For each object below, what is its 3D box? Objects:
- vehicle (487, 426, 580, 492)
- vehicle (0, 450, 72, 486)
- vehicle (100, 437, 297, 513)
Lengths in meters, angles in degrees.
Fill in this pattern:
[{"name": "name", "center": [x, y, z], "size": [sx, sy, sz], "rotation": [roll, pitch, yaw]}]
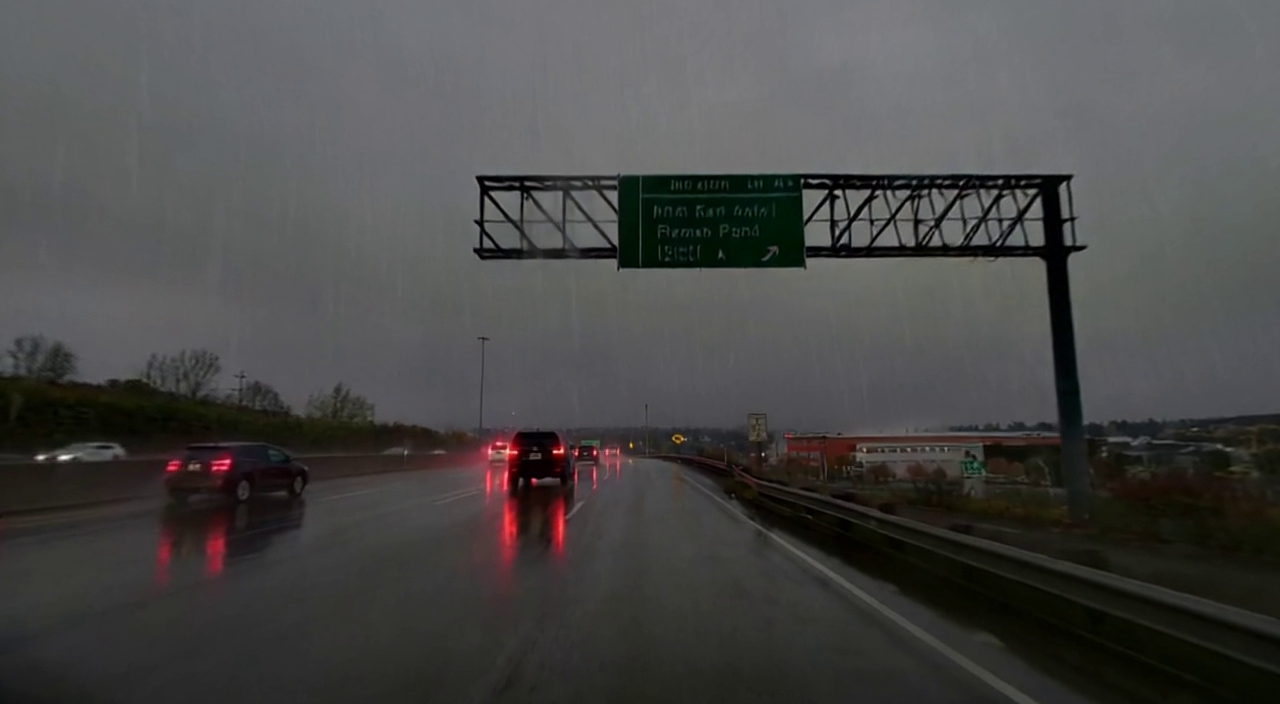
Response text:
[{"name": "vehicle", "center": [-3.500, 3.660, 21.923], "size": [2.301, 1.985, 5.247], "rotation": [0, -8, 0]}, {"name": "vehicle", "center": [-30.784, 5.645, 30.897], "size": [1.826, 1.651, 4.480], "rotation": [0, -8, -2]}, {"name": "vehicle", "center": [-11.053, 3.051, 16.285], "size": [1.919, 1.665, 4.394], "rotation": [0, -8, -1]}]
